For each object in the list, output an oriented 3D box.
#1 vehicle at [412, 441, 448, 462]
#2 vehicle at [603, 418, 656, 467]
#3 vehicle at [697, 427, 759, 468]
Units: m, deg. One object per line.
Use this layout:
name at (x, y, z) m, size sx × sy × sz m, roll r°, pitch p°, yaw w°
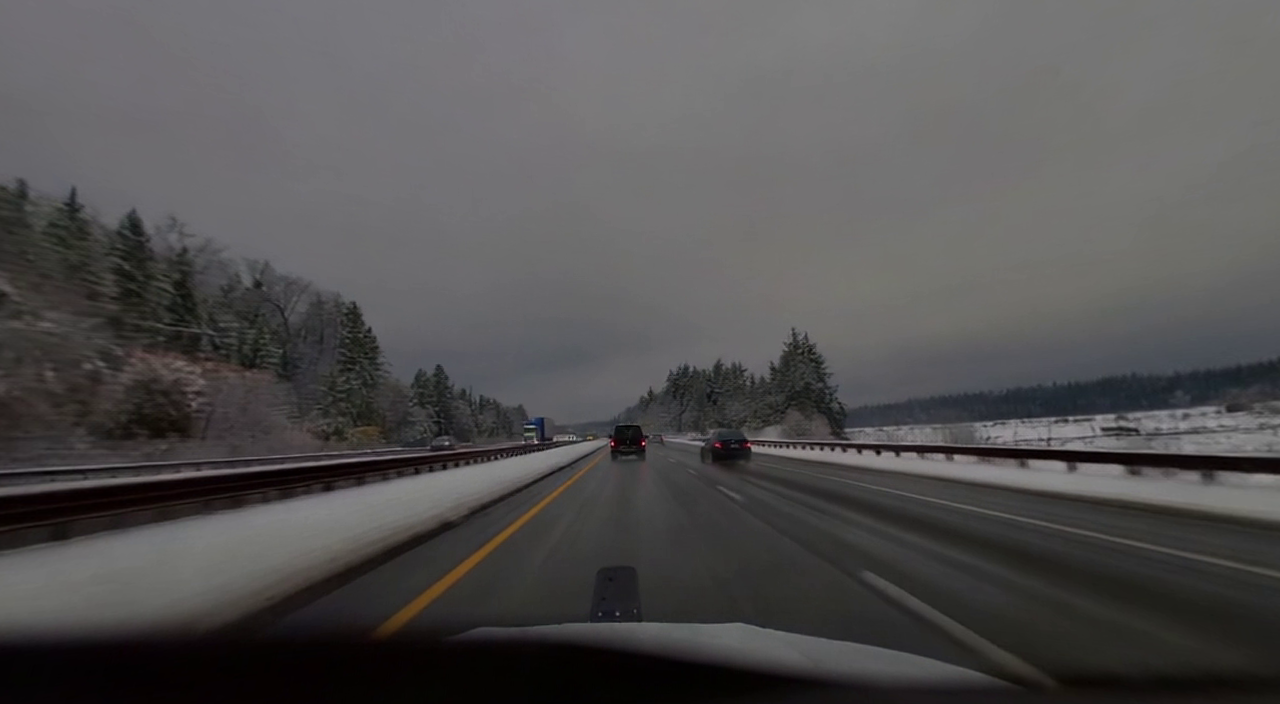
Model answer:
vehicle at (-16.064, 7.576, 48.341) m, size 1.764 × 1.465 × 3.584 m, roll -2°, pitch -8°, yaw -3°
vehicle at (-0.508, 4.184, 29.186) m, size 2.270 × 2.044 × 4.633 m, roll 0°, pitch -8°, yaw -1°
vehicle at (3.669, 4.042, 26.959) m, size 1.981 × 1.606 × 3.956 m, roll 0°, pitch -8°, yaw -2°
